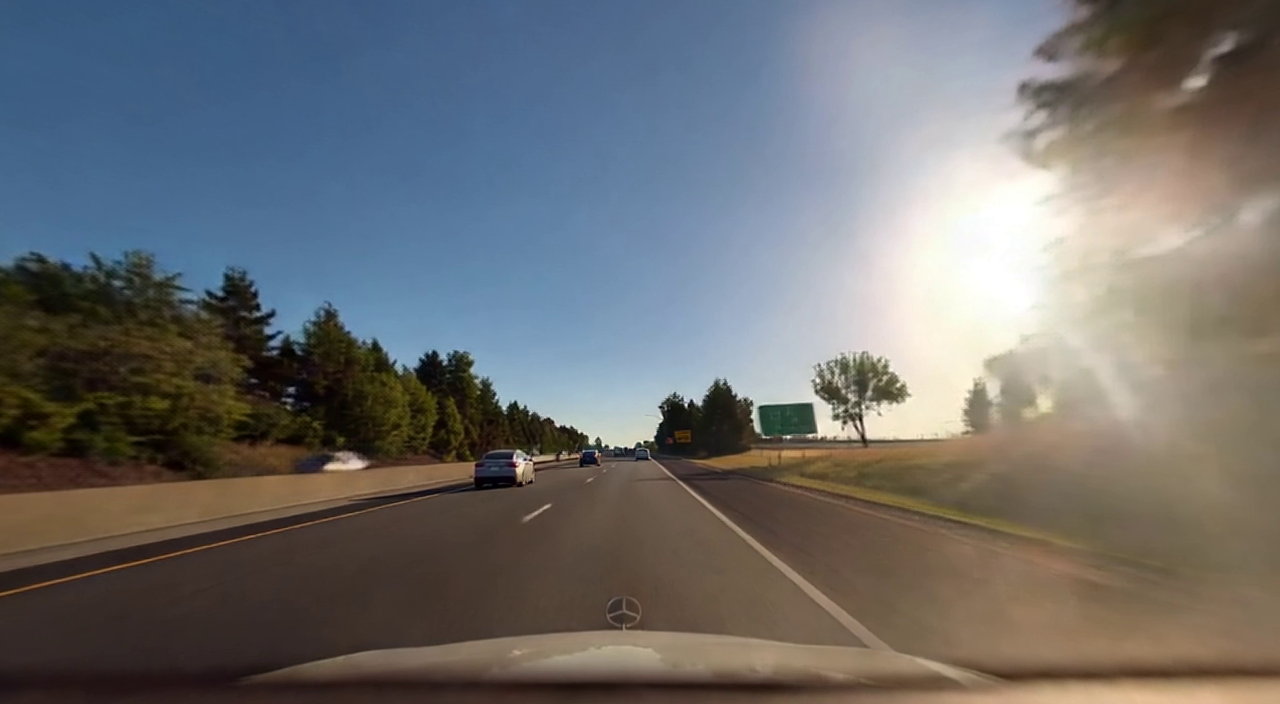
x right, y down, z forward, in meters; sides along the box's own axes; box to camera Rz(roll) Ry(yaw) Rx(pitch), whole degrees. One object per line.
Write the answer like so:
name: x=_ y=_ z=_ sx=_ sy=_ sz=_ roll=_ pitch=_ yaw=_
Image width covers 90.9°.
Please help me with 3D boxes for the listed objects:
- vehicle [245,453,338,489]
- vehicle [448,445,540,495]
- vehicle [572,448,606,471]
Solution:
vehicle: x=-17.298 y=5.916 z=31.584 sx=1.972 sy=1.606 sz=4.630 roll=0 pitch=-9 yaw=1
vehicle: x=-4.781 y=3.934 z=21.407 sx=1.975 sy=1.501 sz=4.603 roll=0 pitch=-9 yaw=1
vehicle: x=-3.421 y=7.341 z=43.088 sx=2.005 sy=1.474 sz=3.921 roll=0 pitch=-9 yaw=0
